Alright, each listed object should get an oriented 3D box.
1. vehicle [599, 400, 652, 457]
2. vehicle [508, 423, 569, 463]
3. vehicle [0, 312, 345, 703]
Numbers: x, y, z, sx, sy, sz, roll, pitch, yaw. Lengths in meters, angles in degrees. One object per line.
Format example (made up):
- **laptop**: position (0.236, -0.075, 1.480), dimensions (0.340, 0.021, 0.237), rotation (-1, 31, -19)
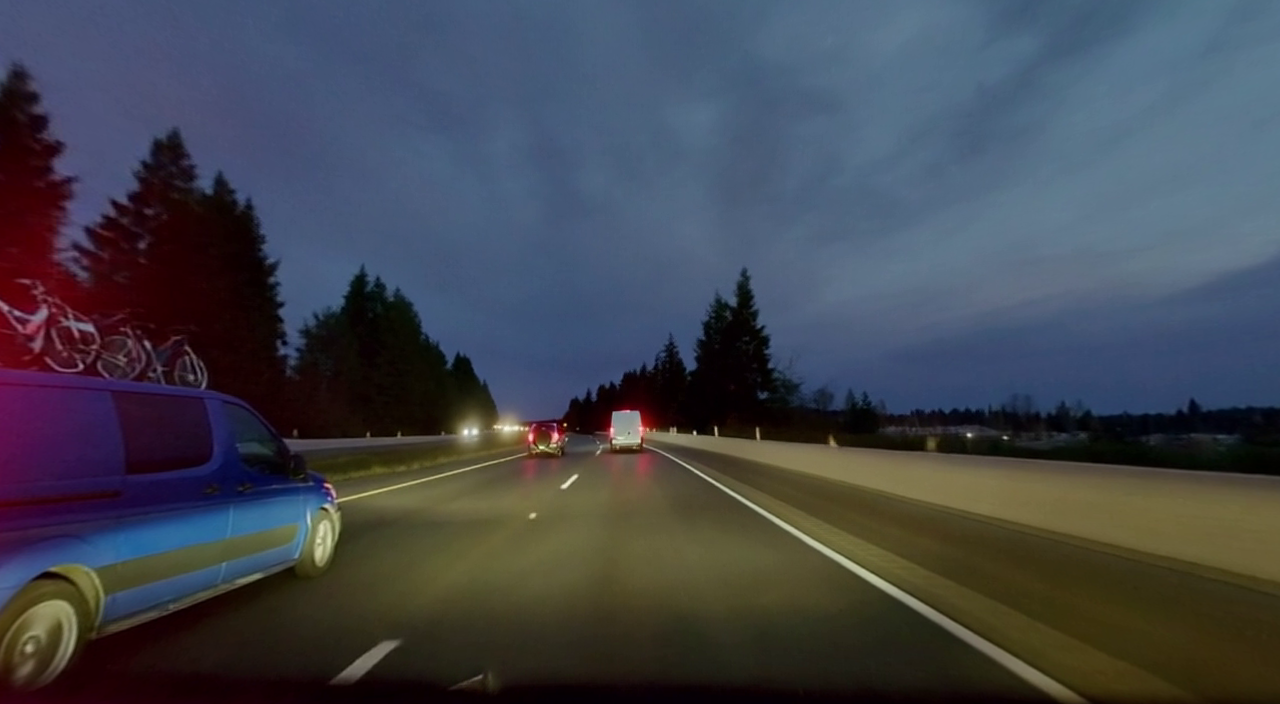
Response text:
- **vehicle**: position (-0.883, 4.298, 35.278), dimensions (2.647, 2.896, 6.480), rotation (0, -7, -3)
- **vehicle**: position (-4.541, 4.131, 28.847), dimensions (2.110, 1.636, 4.453), rotation (0, -7, -1)
- **vehicle**: position (-3.646, 0.808, 3.227), dimensions (2.069, 1.751, 4.720), rotation (0, -7, -1)
